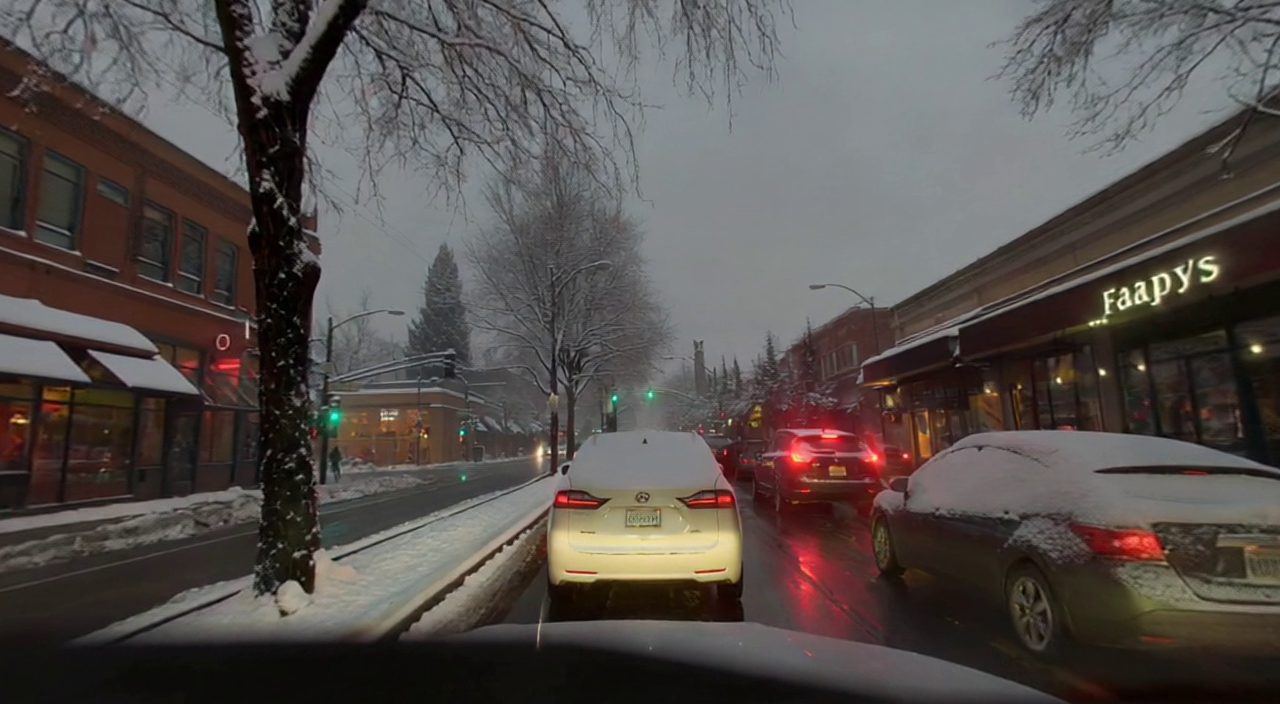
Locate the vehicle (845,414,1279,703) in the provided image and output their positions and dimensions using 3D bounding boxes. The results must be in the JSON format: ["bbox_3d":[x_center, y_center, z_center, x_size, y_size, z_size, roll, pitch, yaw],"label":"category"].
[{"bbox_3d":[3.401,1.371,5.313,1.988,1.480,4.195,0,-9,1],"label":"vehicle"}]

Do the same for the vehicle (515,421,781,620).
[{"bbox_3d":[0.053,1.550,6.636,2.006,1.487,3.535,0,-9,0],"label":"vehicle"}]
